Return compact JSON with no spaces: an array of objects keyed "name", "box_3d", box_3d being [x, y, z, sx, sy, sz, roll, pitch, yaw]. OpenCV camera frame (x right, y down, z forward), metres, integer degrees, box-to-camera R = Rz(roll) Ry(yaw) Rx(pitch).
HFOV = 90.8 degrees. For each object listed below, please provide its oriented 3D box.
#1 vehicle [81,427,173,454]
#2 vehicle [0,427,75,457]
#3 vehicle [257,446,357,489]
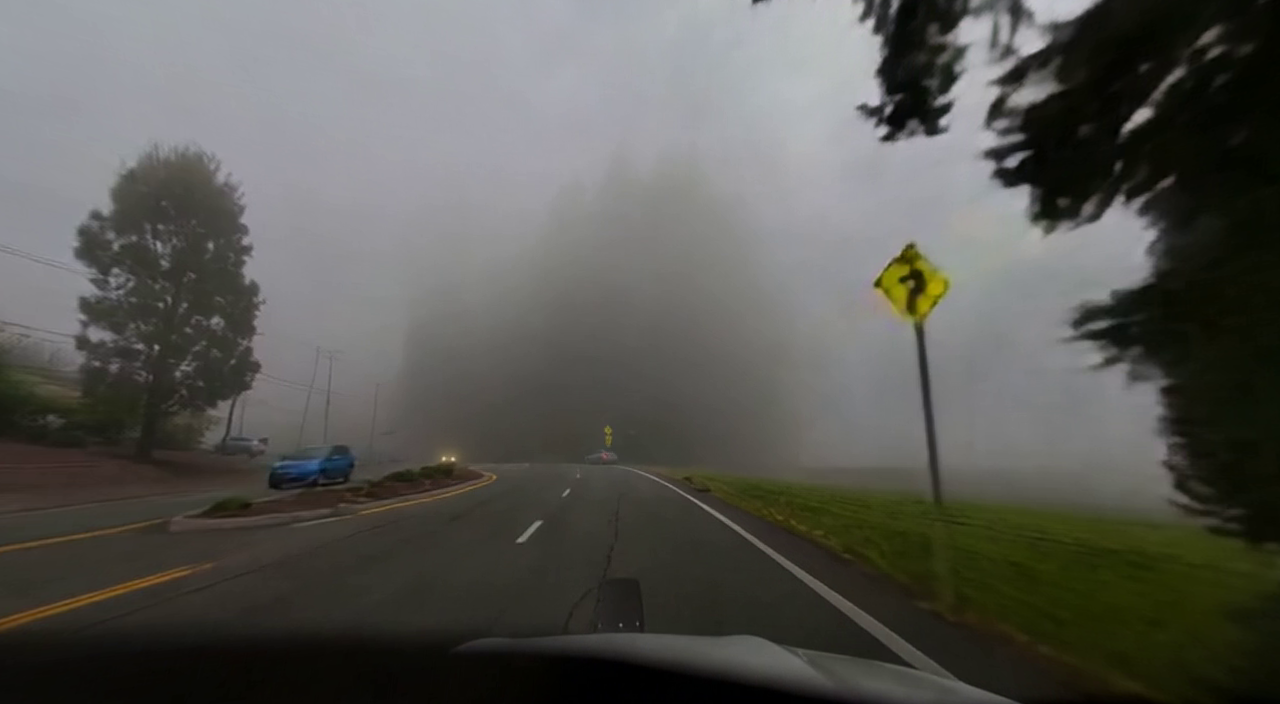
[{"name":"vehicle","box_3d":[-34.007,5.921,41.907,4.506,1.654,2.239,-3,-10,12]},{"name":"vehicle","box_3d":[-35.237,5.218,36.476,4.083,1.464,1.747,-2,-16,16]},{"name":"vehicle","box_3d":[-12.792,4.423,24.582,1.793,1.486,4.048,0,-9,-2]}]
